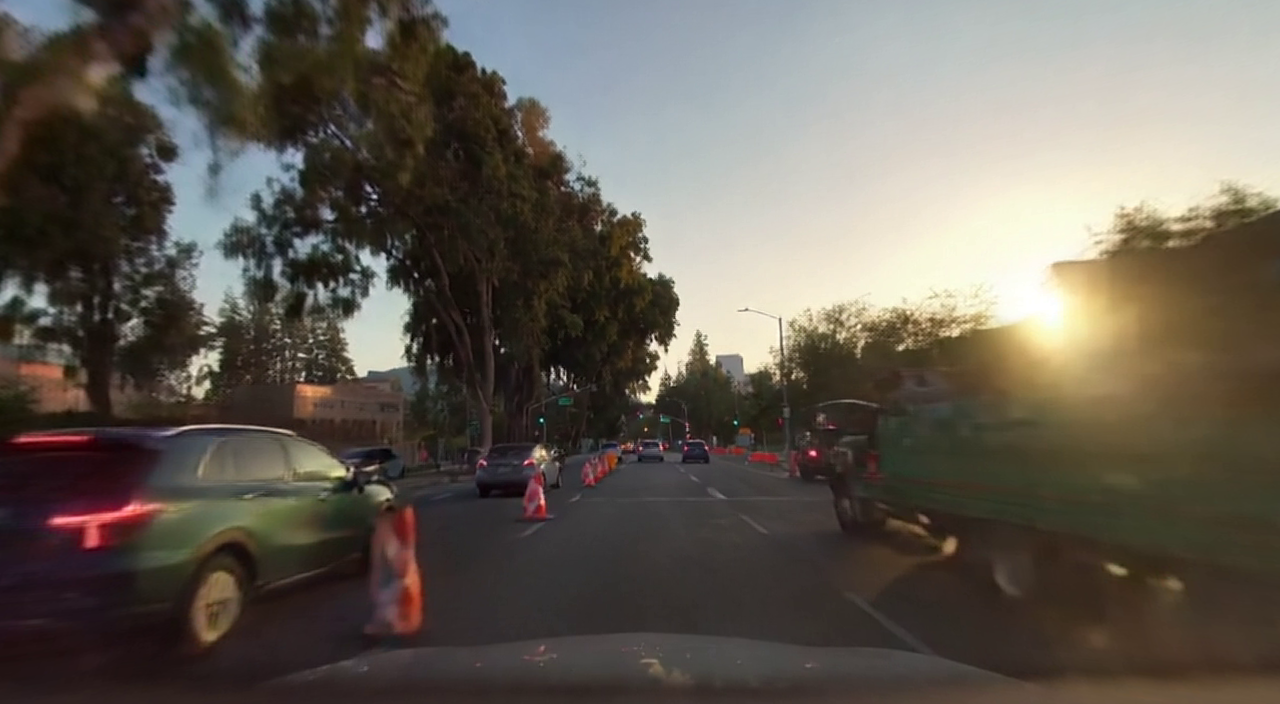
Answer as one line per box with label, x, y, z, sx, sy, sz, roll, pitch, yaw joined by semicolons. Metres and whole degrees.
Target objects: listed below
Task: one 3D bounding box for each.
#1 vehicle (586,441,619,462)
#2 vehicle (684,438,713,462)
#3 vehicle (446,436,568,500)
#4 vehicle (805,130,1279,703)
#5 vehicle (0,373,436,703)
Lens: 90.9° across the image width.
vehicle;-2.739;7.378;46.835;1.998;1.481;4.656;0;-8;2
vehicle;4.336;7.190;46.488;1.984;1.659;4.226;-1;-8;7
vehicle;-3.375;3.055;17.069;2.107;1.482;4.674;0;-8;2
vehicle;3.695;0.726;4.396;2.760;2.465;7.936;0;-8;-1
vehicle;-3.545;1.266;5.436;2.038;1.682;4.399;0;-8;1
